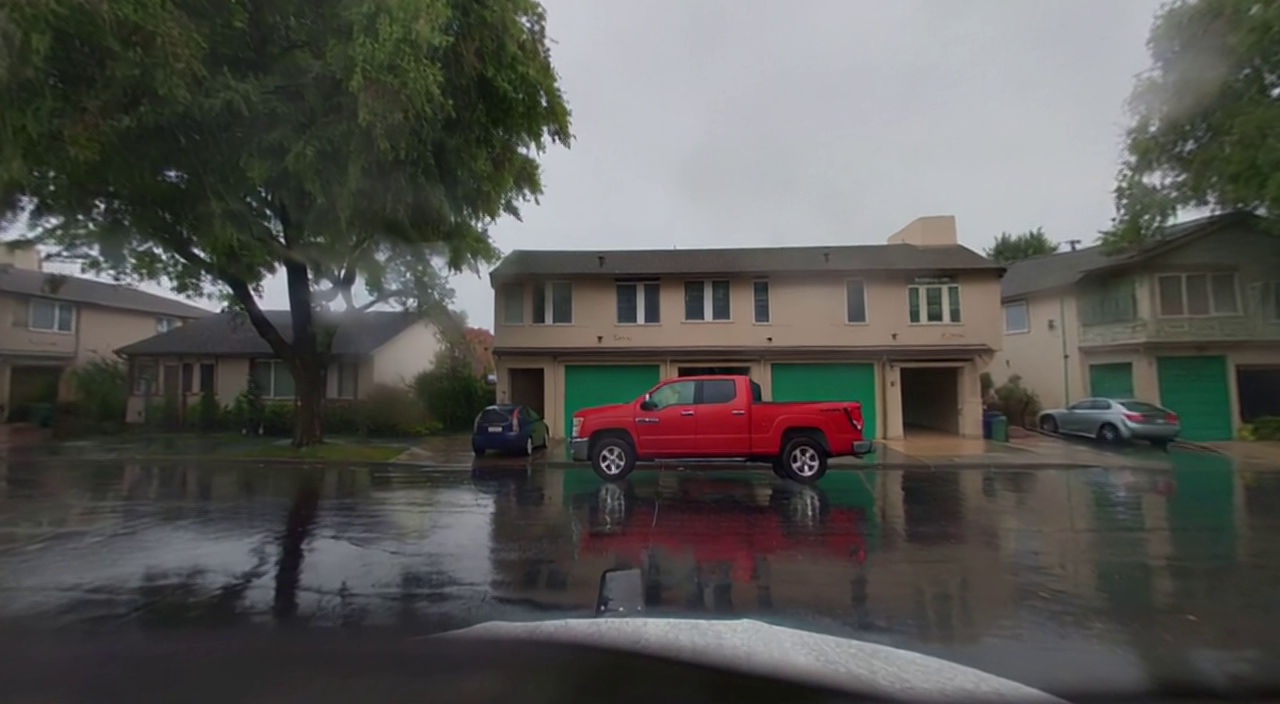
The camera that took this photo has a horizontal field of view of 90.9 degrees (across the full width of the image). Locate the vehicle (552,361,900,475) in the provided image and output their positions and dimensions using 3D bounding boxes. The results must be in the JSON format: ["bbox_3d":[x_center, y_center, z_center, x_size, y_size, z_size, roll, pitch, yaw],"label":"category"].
[{"bbox_3d":[1.413,1.232,11.403,5.600,1.835,2.161,-1,-8,3],"label":"vehicle"}]

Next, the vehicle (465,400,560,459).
[{"bbox_3d":[-3.919,2.368,20.027,1.869,1.460,3.826,-3,-2,5],"label":"vehicle"}]

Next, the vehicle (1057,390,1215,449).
[{"bbox_3d":[16.704,2.338,21.413,3.770,1.496,1.951,6,-9,4],"label":"vehicle"}]

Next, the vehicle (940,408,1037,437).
[{"bbox_3d":[17.668,3.598,32.105,3.897,1.416,1.703,-1,-8,4],"label":"vehicle"}]
